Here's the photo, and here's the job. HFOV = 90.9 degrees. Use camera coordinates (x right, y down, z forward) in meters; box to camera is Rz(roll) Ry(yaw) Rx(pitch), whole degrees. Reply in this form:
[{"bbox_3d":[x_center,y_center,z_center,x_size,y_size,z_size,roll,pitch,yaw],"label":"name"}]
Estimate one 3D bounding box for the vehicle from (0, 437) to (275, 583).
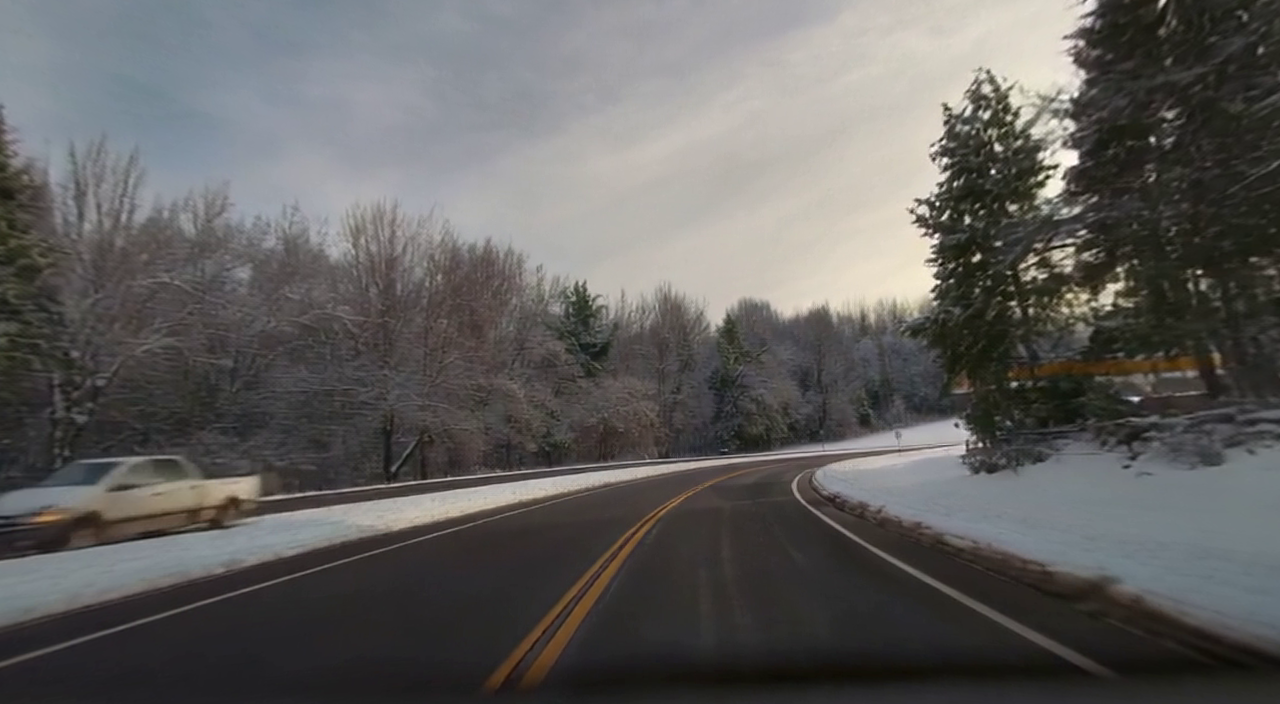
[{"bbox_3d":[-6.852,1.864,8.178,1.811,1.428,3.647,-1,-9,4],"label":"vehicle"}]
